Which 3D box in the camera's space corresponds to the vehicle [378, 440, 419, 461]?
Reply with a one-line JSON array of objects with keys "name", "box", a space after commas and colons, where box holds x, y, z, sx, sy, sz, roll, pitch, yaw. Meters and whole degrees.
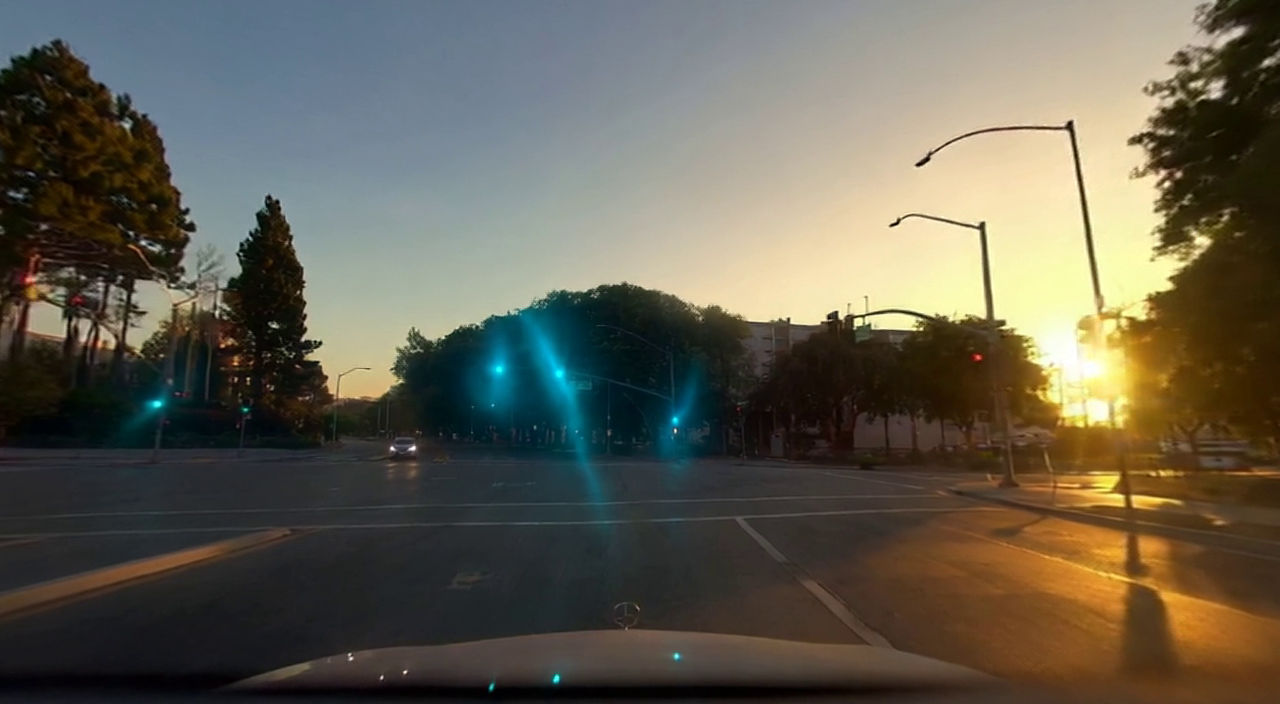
[{"name": "vehicle", "box": [-17.912, 7.303, 47.075, 1.969, 1.464, 4.485, 1, -9, -10]}]
